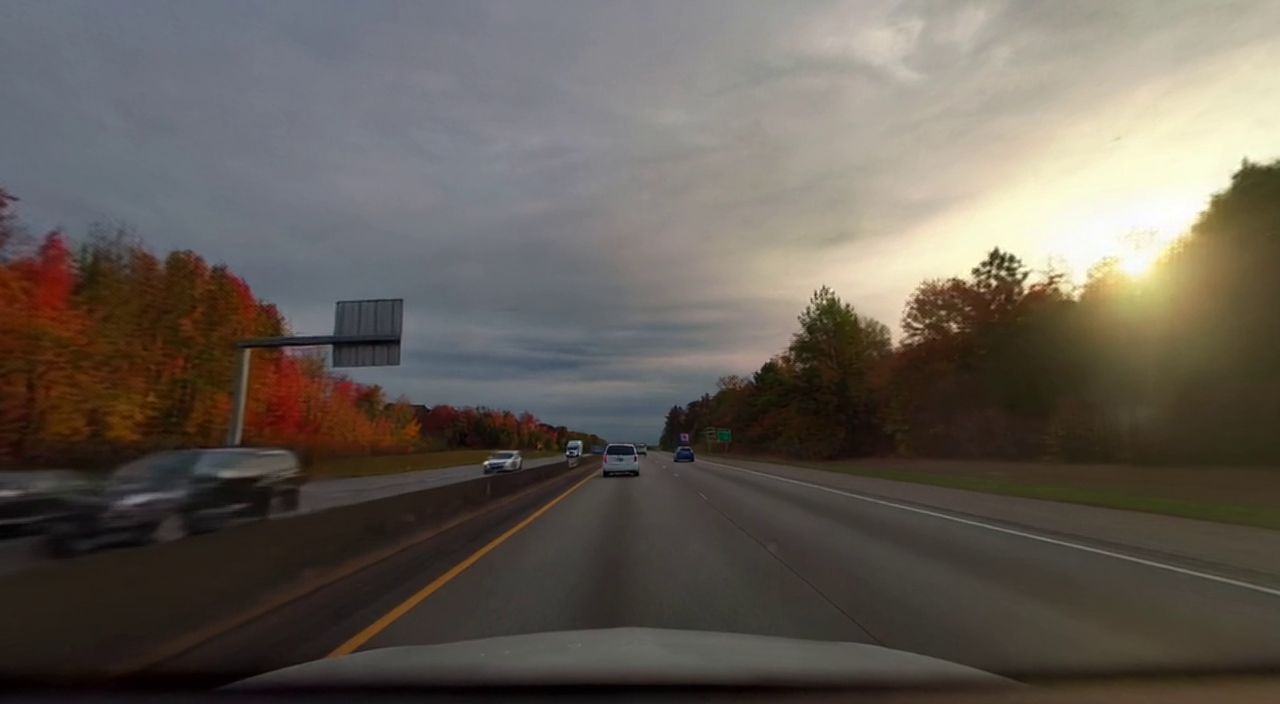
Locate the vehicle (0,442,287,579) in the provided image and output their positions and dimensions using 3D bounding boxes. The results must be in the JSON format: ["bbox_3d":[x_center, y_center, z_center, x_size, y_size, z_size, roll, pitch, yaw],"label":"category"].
[{"bbox_3d":[-8.826,2.569,11.149,2.152,1.839,5.038,-1,-9,0],"label":"vehicle"}]

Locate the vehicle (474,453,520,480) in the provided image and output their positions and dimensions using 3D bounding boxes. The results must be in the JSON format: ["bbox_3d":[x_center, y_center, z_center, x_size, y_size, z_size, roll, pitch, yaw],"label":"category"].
[{"bbox_3d":[-9.039,7.253,39.885,1.920,1.524,4.179,-1,-9,0],"label":"vehicle"}]

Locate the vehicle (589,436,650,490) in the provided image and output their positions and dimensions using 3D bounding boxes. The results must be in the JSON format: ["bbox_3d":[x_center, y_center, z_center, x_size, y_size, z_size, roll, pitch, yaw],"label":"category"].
[{"bbox_3d":[-0.659,3.838,21.893,1.937,1.699,3.936,-1,-9,0],"label":"vehicle"}]
